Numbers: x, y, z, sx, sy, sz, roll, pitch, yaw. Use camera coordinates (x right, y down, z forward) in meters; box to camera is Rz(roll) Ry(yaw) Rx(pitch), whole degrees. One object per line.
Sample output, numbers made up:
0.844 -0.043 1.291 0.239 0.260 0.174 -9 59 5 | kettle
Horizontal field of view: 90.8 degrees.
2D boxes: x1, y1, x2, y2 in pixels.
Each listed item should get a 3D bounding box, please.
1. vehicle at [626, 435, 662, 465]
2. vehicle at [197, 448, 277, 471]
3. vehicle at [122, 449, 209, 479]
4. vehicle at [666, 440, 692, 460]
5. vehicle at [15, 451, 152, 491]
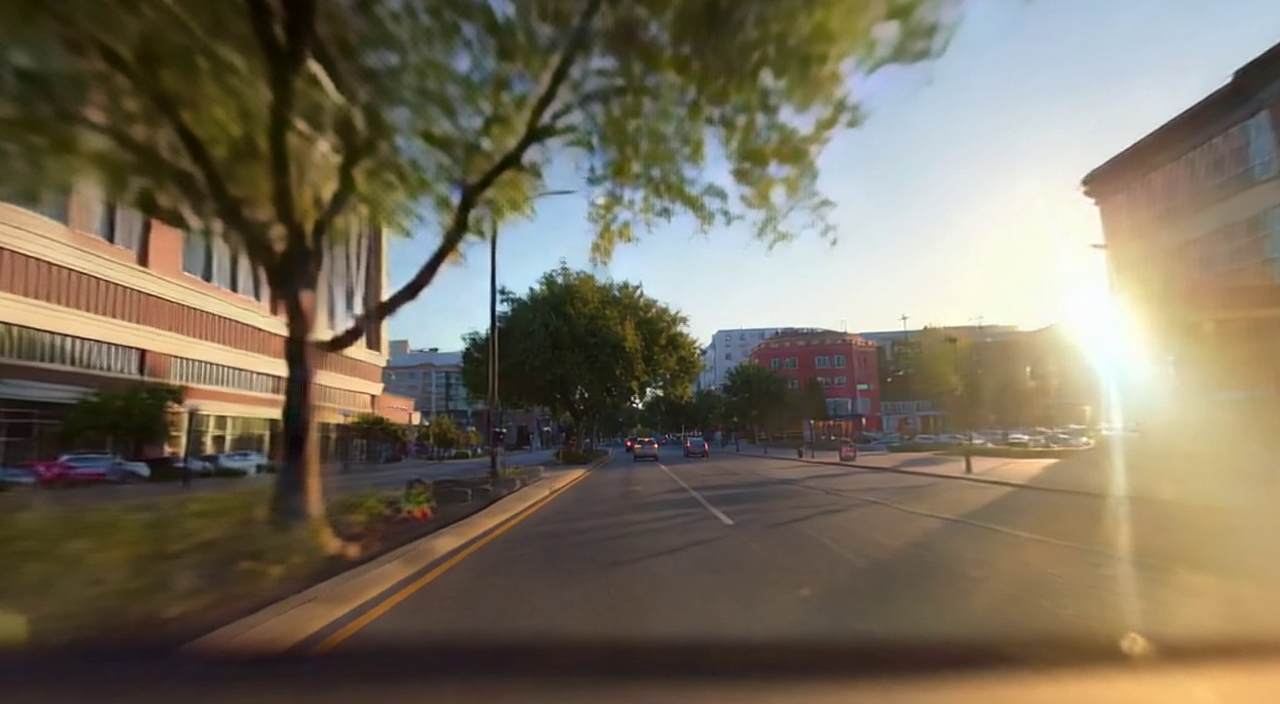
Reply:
0.220 5.958 38.616 2.100 1.683 4.231 0 -8 0 | vehicle
-30.216 8.067 47.458 4.621 1.670 1.895 0 -8 0 | vehicle
-28.701 6.778 38.403 1.990 1.662 4.352 0 -8 -2 | vehicle
2.934 7.498 48.419 1.685 1.441 3.795 0 -8 -1 | vehicle
-25.739 5.465 29.514 2.051 1.644 4.674 0 -8 1 | vehicle
